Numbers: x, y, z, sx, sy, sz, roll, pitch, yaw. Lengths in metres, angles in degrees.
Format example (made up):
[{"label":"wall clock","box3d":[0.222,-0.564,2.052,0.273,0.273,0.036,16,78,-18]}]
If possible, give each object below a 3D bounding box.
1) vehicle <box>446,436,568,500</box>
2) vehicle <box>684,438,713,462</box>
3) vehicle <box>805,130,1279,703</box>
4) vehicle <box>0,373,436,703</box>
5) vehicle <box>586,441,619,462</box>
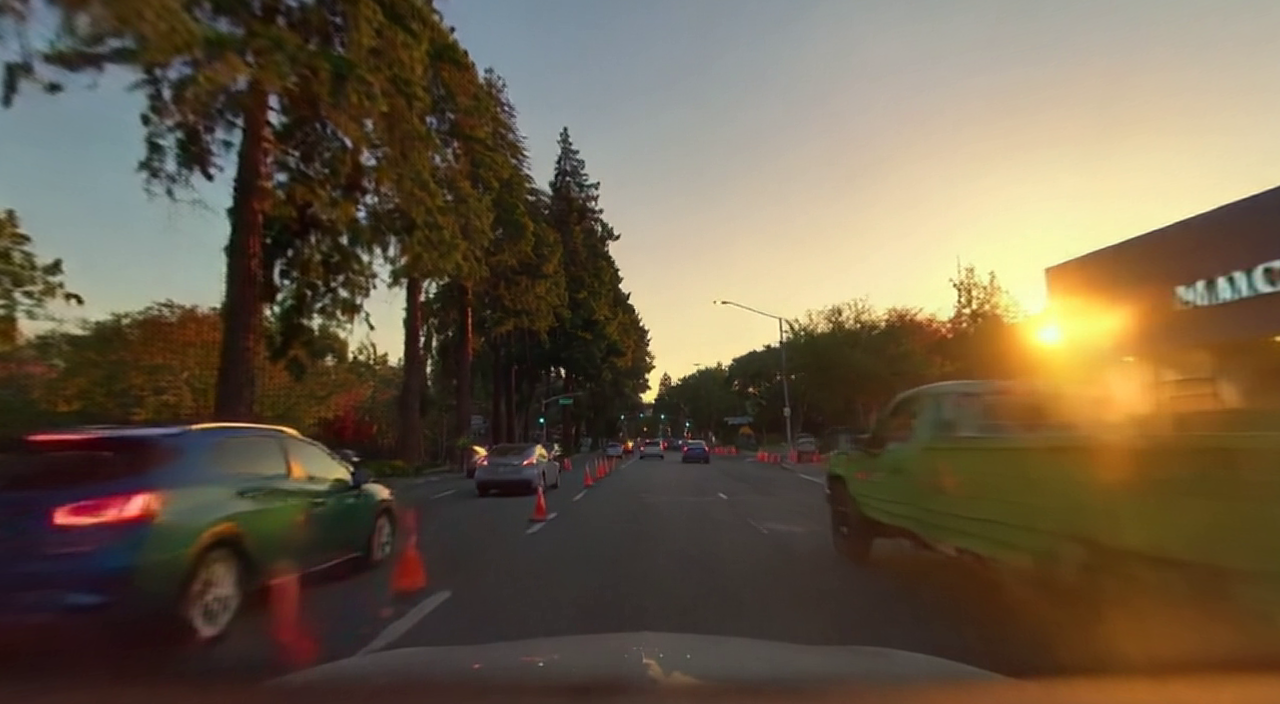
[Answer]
[{"label":"vehicle","box3d":[-3.375,3.055,17.069,2.107,1.482,4.674,0,-8,2]},{"label":"vehicle","box3d":[4.336,7.190,46.488,1.984,1.659,4.226,-1,-8,7]},{"label":"vehicle","box3d":[3.695,0.726,4.396,2.760,2.465,7.936,0,-8,-1]},{"label":"vehicle","box3d":[-3.545,1.266,5.436,2.038,1.682,4.399,0,-8,1]},{"label":"vehicle","box3d":[-2.739,7.378,46.835,1.998,1.481,4.656,0,-8,2]}]
